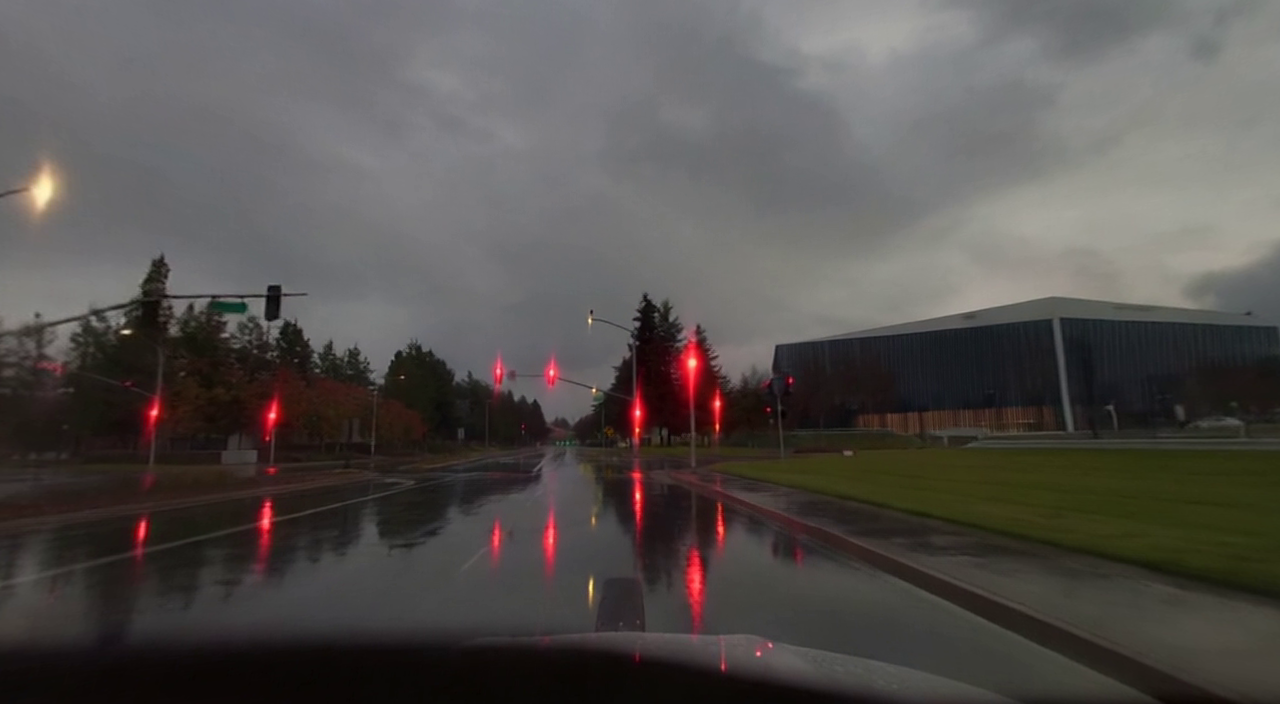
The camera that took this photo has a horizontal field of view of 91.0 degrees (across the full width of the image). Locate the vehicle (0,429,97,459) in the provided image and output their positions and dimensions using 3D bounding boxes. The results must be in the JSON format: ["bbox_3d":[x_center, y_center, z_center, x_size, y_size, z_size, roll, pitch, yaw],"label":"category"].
[{"bbox_3d":[-42.667,6.691,45.500,2.119,2.013,5.475,1,-9,-4],"label":"vehicle"}]
